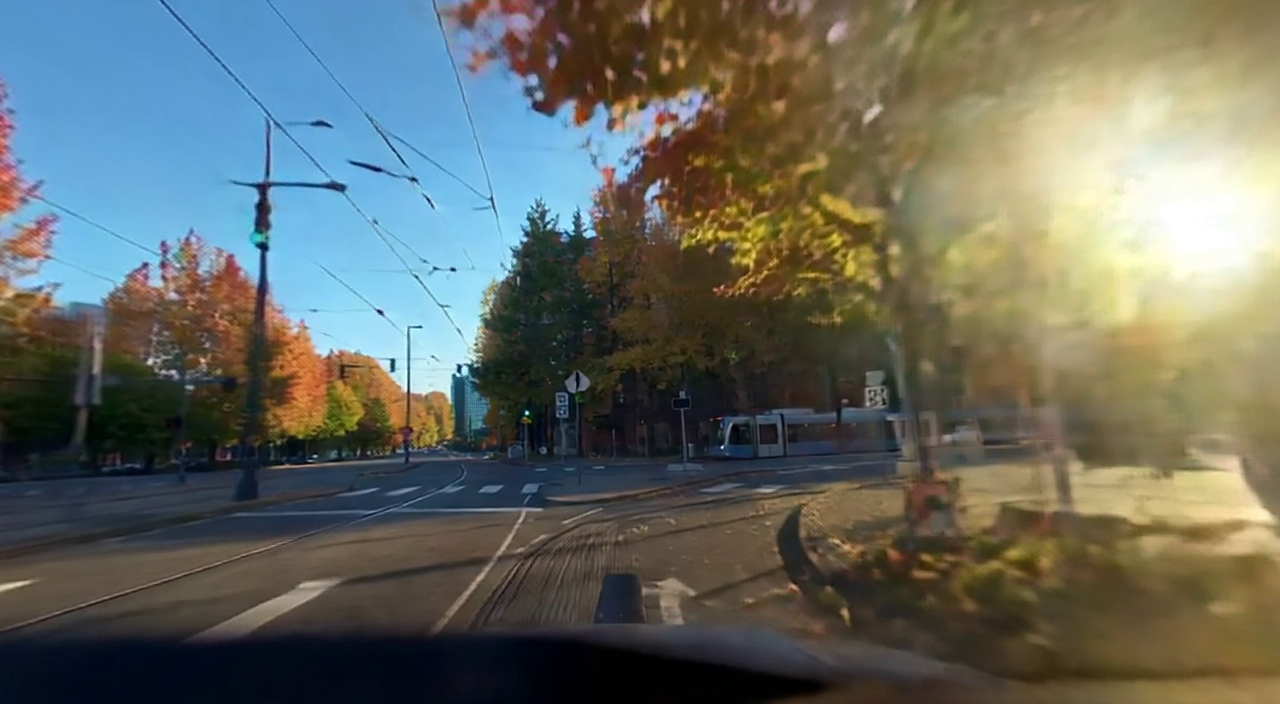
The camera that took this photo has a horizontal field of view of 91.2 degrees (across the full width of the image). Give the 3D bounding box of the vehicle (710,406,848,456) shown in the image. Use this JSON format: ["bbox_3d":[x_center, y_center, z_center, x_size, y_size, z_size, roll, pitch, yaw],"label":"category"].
[{"bbox_3d":[11.007,6.340,49.839,10.391,3.725,2.904,2,-9,-14],"label":"vehicle"}]
